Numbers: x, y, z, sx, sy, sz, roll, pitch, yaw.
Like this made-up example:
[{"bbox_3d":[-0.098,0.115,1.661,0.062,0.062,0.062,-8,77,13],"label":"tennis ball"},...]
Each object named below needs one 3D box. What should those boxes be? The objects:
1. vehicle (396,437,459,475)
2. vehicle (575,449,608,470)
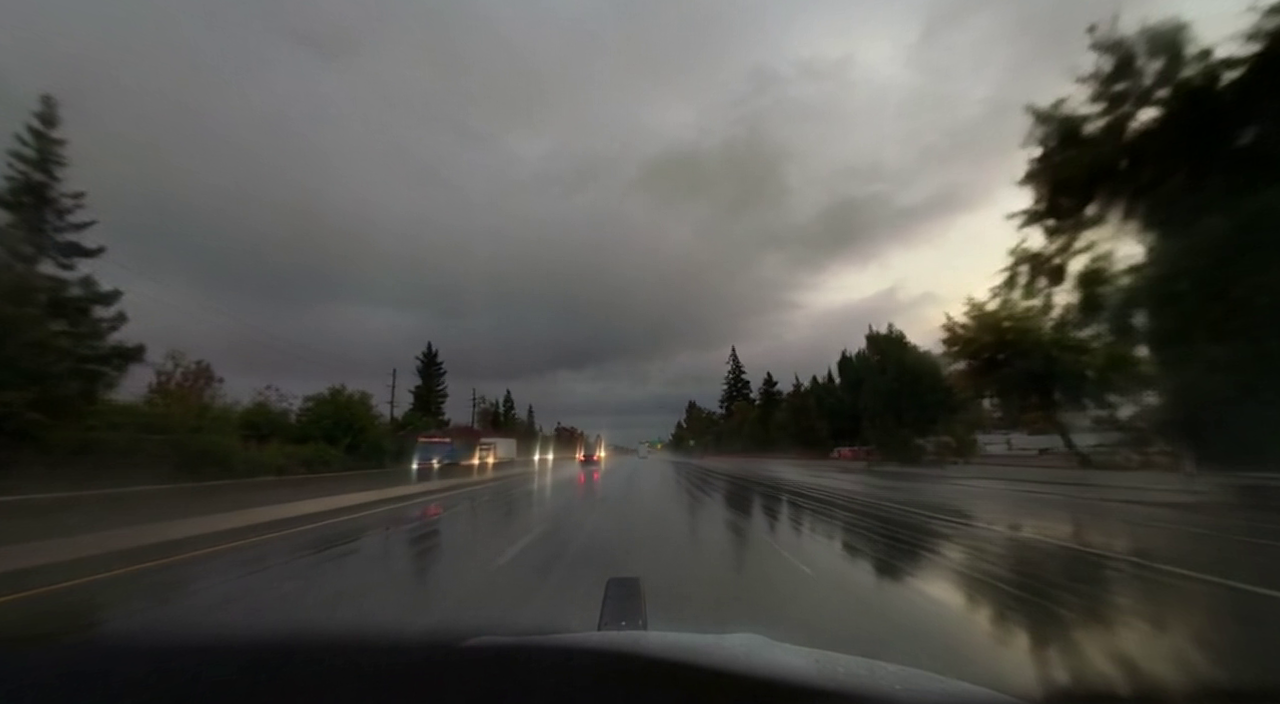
[{"bbox_3d":[-15.892,7.843,47.557,2.400,2.633,6.390,0,-9,1],"label":"vehicle"},{"bbox_3d":[-3.710,8.318,48.923,2.128,1.521,5.409,0,-9,0],"label":"vehicle"}]
